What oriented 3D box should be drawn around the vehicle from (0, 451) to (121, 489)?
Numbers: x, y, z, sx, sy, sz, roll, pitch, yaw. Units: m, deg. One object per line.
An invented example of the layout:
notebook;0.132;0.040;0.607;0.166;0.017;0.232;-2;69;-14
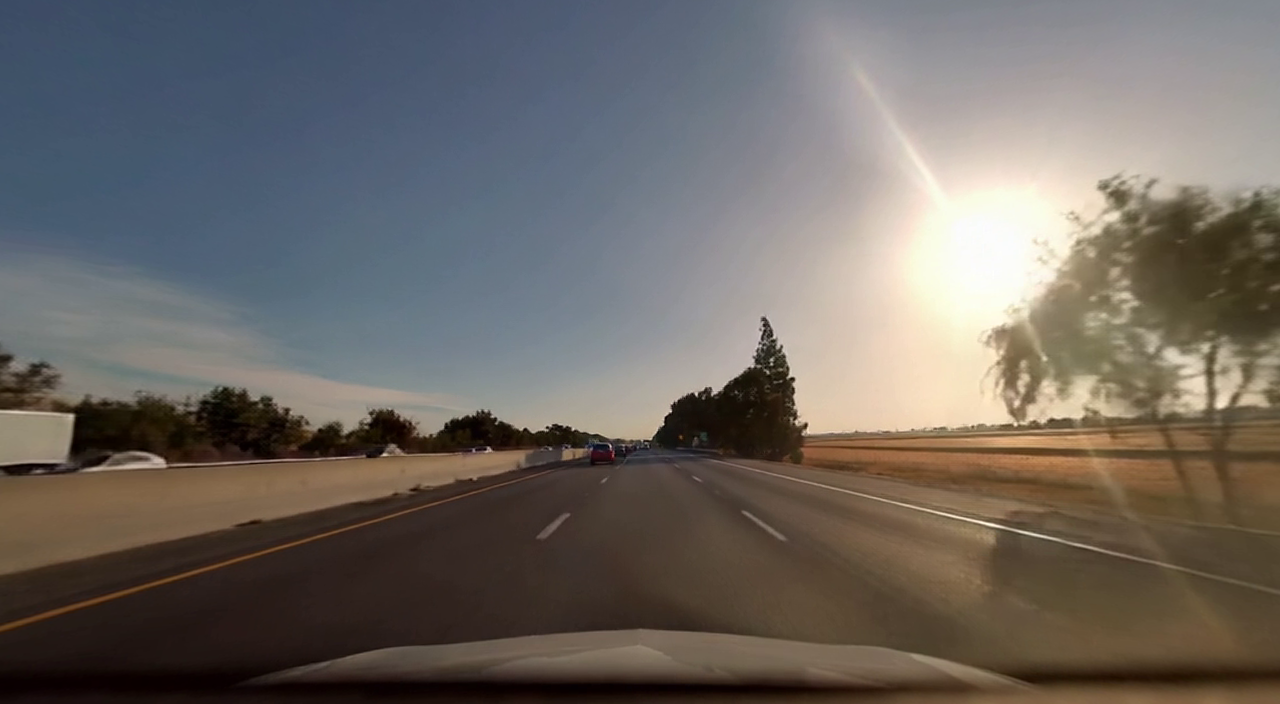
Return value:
vehicle;-27.689;5.602;30.153;1.953;1.620;4.256;0;-9;0
